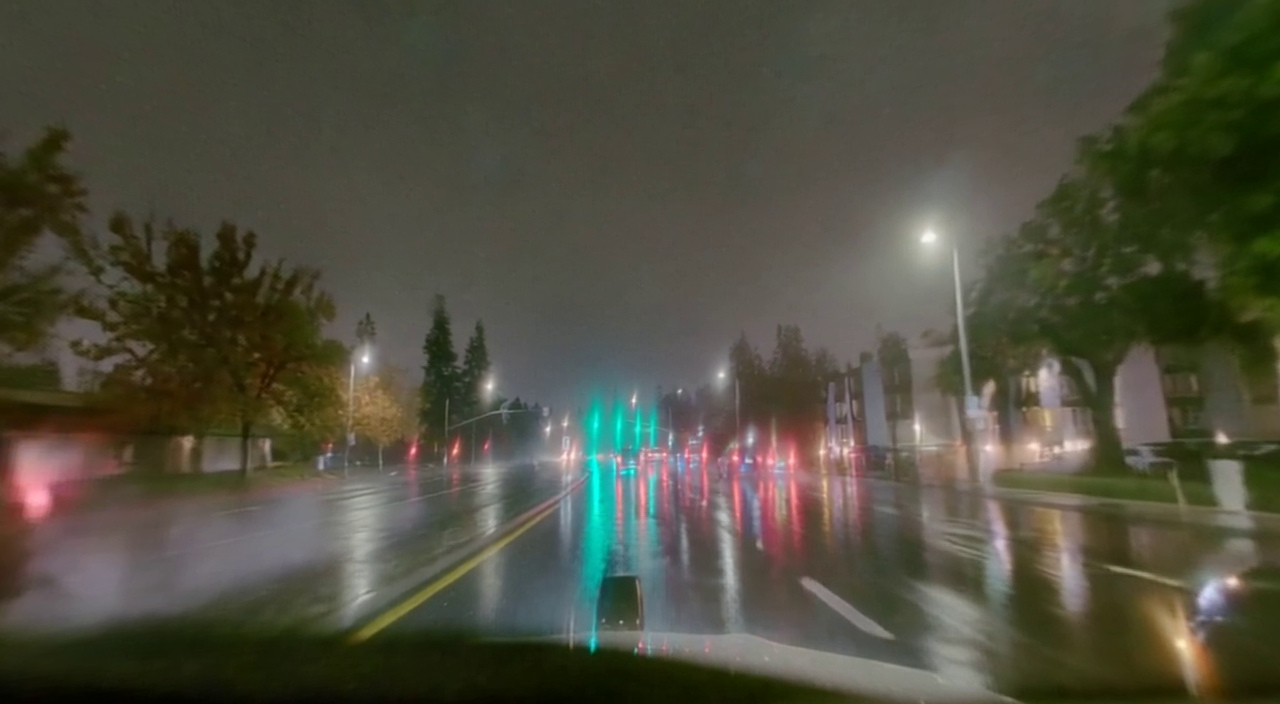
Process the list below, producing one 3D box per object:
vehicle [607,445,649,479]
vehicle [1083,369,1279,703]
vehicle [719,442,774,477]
[{"bbox_3d":[-0.708,5.903,34.076,2.101,1.641,4.341,0,-9,-3],"label":"vehicle"},{"bbox_3d":[3.488,0.688,1.149,1.893,1.664,4.670,0,-9,-1],"label":"vehicle"},{"bbox_3d":[6.235,6.374,37.721,2.052,1.886,5.297,0,-9,-3],"label":"vehicle"}]
